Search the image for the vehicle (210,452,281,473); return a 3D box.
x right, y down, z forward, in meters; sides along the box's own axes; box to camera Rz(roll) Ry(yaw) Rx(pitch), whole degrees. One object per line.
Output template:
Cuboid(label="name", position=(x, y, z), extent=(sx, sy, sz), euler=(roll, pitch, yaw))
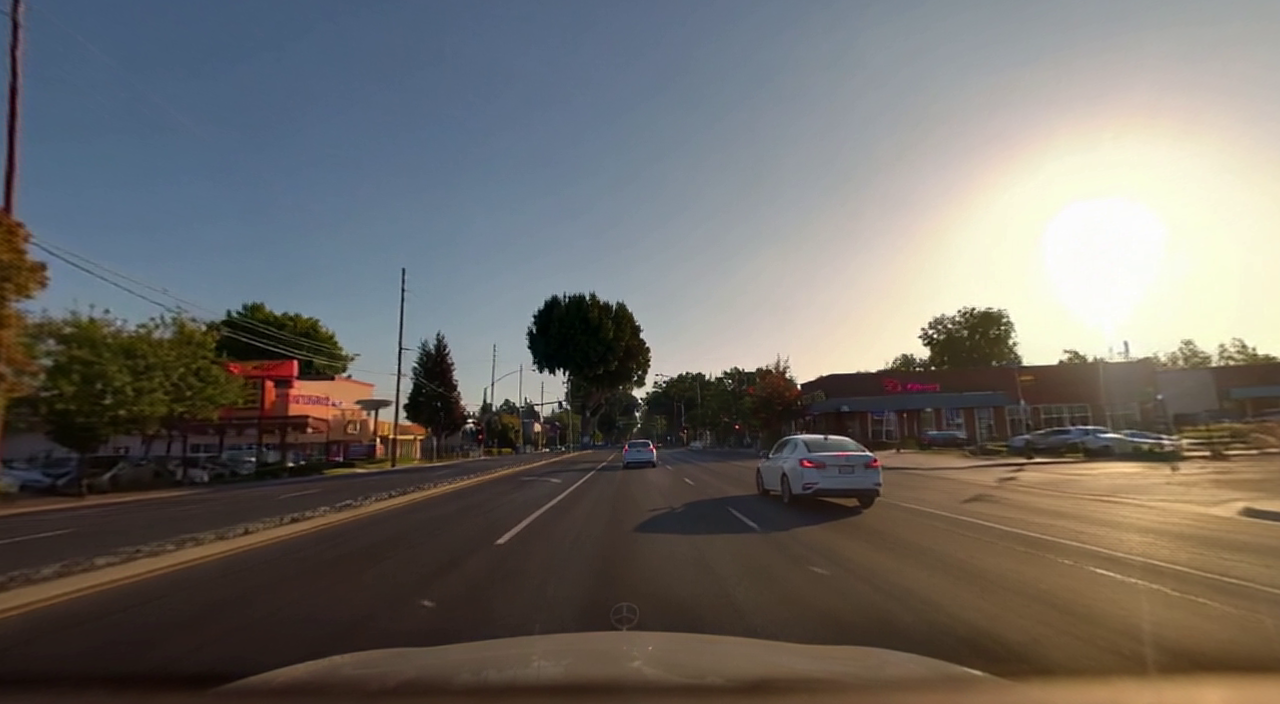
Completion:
Cuboid(label="vehicle", position=(-29.813, 8.328, 47.639), extent=(4.155, 1.486, 1.706), euler=(0, -8, -2))

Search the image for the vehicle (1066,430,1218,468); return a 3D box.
Cuboid(label="vehicle", position=(21.669, 4.217, 27.318), extent=(4.763, 1.544, 2.047), euler=(0, -9, 2))

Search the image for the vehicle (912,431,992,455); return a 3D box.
Cuboid(label="vehicle", position=(20.546, 6.011, 41.527), extent=(4.296, 1.496, 1.891), euler=(1, -9, -8))

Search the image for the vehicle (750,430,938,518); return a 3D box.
Cuboid(label="vehicle", position=(3.836, 2.400, 12.949), extent=(2.153, 1.456, 4.705), euler=(0, -9, -2))

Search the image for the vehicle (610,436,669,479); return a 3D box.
Cuboid(label="vehicle", position=(-0.057, 3.826, 23.039), extent=(1.998, 1.452, 3.773), euler=(0, -8, -1))

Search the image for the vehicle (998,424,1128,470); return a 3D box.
Cuboid(label="vehicle", position=(20.495, 4.622, 30.643), extent=(4.697, 1.832, 2.092), euler=(-4, -9, -1))
